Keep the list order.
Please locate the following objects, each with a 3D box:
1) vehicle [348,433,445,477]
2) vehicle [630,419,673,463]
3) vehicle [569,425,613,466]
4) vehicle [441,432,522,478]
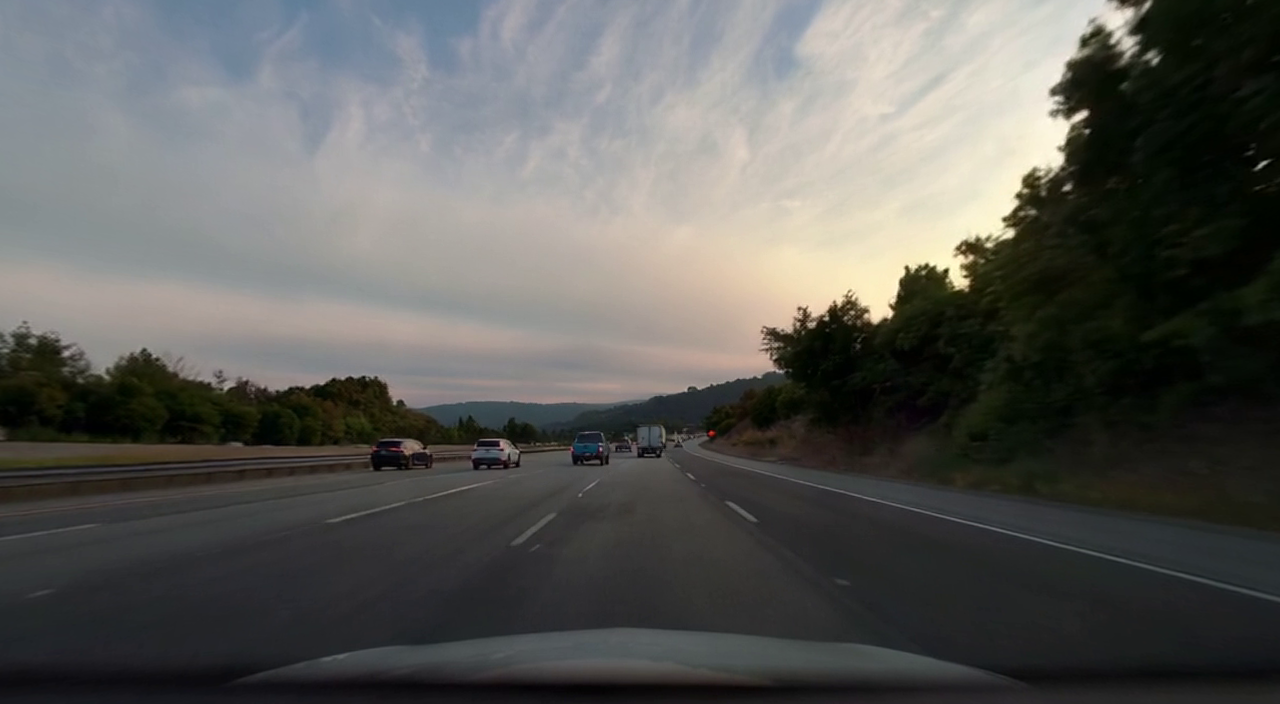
[{"bbox_3d":[-10.607,4.546,28.106,2.080,1.777,5.450,0,-9,1],"label":"vehicle"},{"bbox_3d":[0.814,6.302,44.464,2.768,2.854,6.757,0,-9,1],"label":"vehicle"},{"bbox_3d":[-3.177,6.238,42.191,2.328,2.519,5.238,0,-9,3],"label":"vehicle"},{"bbox_3d":[-6.814,4.487,27.780,2.206,1.838,4.889,0,-9,1],"label":"vehicle"}]
